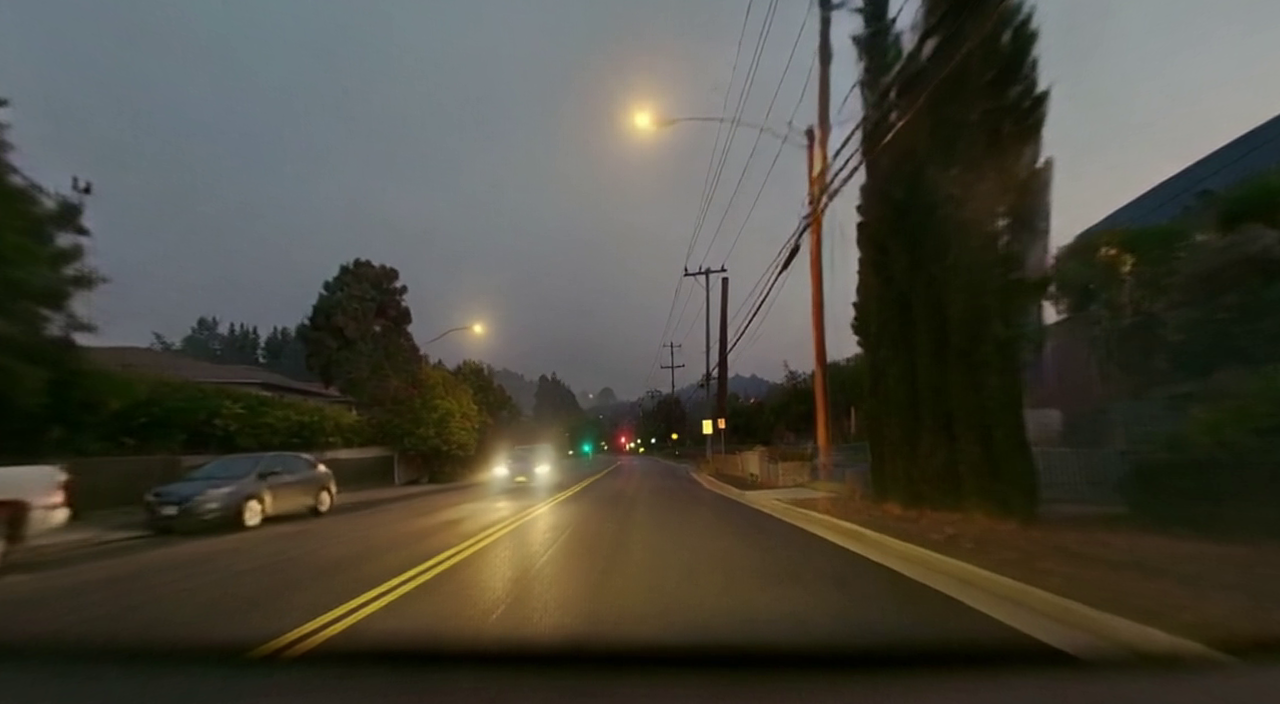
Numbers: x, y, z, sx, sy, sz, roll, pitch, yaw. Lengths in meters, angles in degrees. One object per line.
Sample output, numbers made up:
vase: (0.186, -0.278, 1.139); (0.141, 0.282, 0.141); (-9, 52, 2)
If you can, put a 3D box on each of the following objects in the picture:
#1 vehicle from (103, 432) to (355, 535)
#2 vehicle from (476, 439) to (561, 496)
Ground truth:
vehicle: (-7.690, 2.571, 12.533); (1.940, 1.514, 4.544); (-4, -11, 0)
vehicle: (-4.038, 3.909, 21.840); (2.109, 1.738, 4.405); (0, -8, -1)
